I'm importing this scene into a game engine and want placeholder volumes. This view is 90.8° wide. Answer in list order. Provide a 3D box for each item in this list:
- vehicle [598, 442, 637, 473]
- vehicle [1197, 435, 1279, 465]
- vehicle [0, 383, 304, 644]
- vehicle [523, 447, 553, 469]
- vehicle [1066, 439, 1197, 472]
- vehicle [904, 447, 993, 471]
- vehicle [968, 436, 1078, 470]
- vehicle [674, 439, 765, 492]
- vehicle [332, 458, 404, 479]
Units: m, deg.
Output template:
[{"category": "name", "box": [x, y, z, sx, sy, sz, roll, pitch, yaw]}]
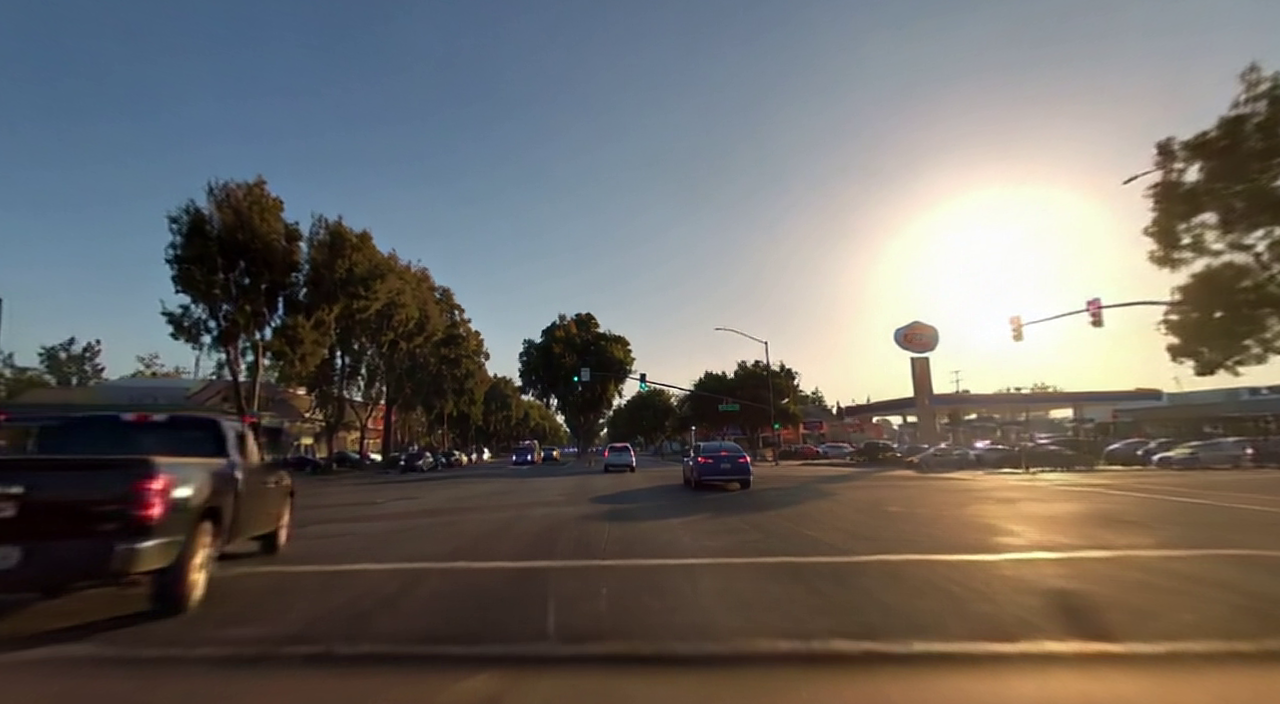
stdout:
[{"category": "vehicle", "box": [-1.310, 5.837, 35.173, 2.029, 1.605, 3.827, 0, -9, -4]}, {"category": "vehicle", "box": [36.979, 5.933, 38.366, 4.718, 1.706, 1.928, 1, -9, -9]}, {"category": "vehicle", "box": [-5.698, 1.579, 7.338, 2.195, 1.905, 5.634, 3, -9, -19]}, {"category": "vehicle", "box": [-7.871, 8.110, 48.583, 1.972, 1.466, 4.493, 2, -8, -12]}, {"category": "vehicle", "box": [23.003, 4.852, 29.643, 4.789, 1.455, 1.986, 1, -9, -9]}, {"category": "vehicle", "box": [19.889, 6.894, 40.883, 4.637, 1.443, 2.050, 0, -8, -1]}, {"category": "vehicle", "box": [21.775, 5.745, 36.033, 4.950, 1.760, 2.213, 1, -9, -9]}, {"category": "vehicle", "box": [2.369, 3.559, 20.166, 2.061, 1.487, 4.462, 0, -9, -4]}, {"category": "vehicle", "box": [-19.825, 8.490, 46.192, 4.428, 1.416, 1.759, 0, -9, 0]}]
